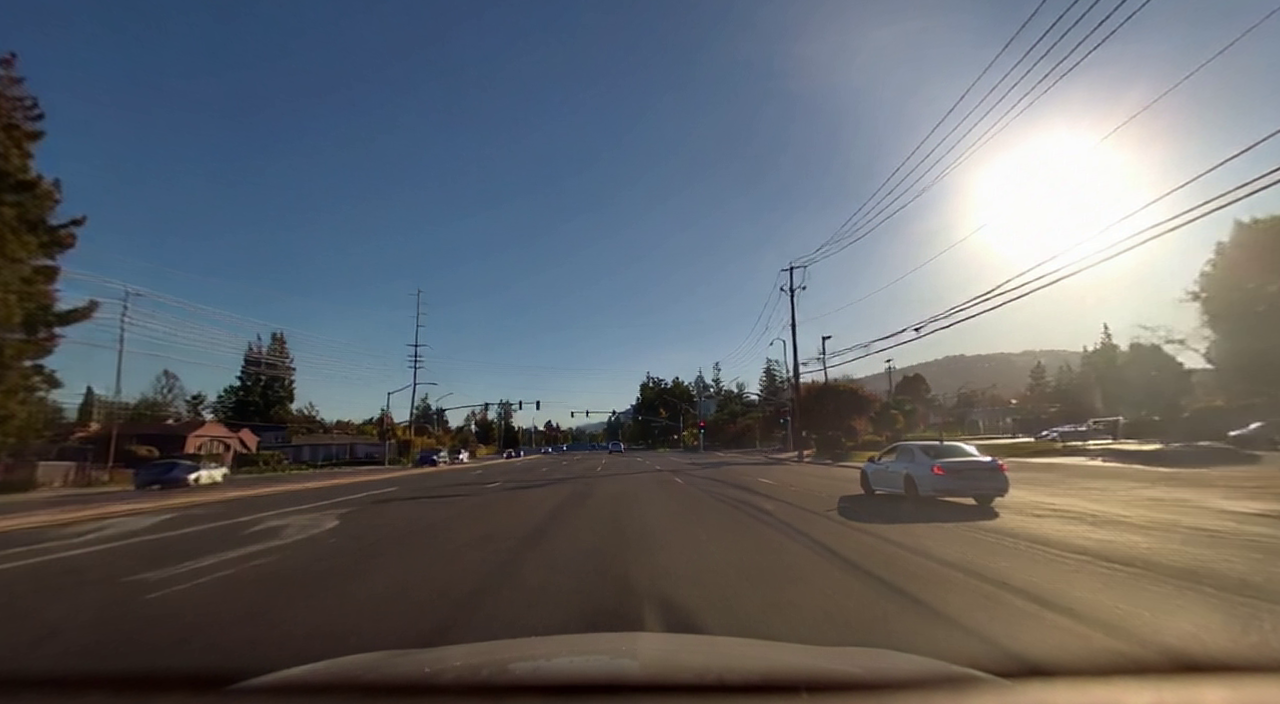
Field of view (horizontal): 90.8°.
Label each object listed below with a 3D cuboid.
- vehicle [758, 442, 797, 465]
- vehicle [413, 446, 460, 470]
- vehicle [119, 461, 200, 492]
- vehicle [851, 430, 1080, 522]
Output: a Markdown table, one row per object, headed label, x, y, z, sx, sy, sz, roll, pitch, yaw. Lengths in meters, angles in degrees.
| label | x | y | z | sx | sy | sz | roll | pitch | yaw |
| --- | --- | --- | --- | --- | --- | --- | --- | --- | --- |
| vehicle | 9.935 | 7.339 | 45.961 | 1.979 | 1.581 | 4.271 | 0 | -8 | 1 |
| vehicle | -15.004 | 7.796 | 46.789 | 2.060 | 1.681 | 4.418 | 0 | -8 | -2 |
| vehicle | -29.374 | 7.590 | 38.822 | 1.932 | 1.639 | 4.600 | 1 | -9 | -9 |
| vehicle | 6.280 | 2.440 | 13.029 | 2.113 | 1.520 | 4.650 | 0 | -8 | -2 |
